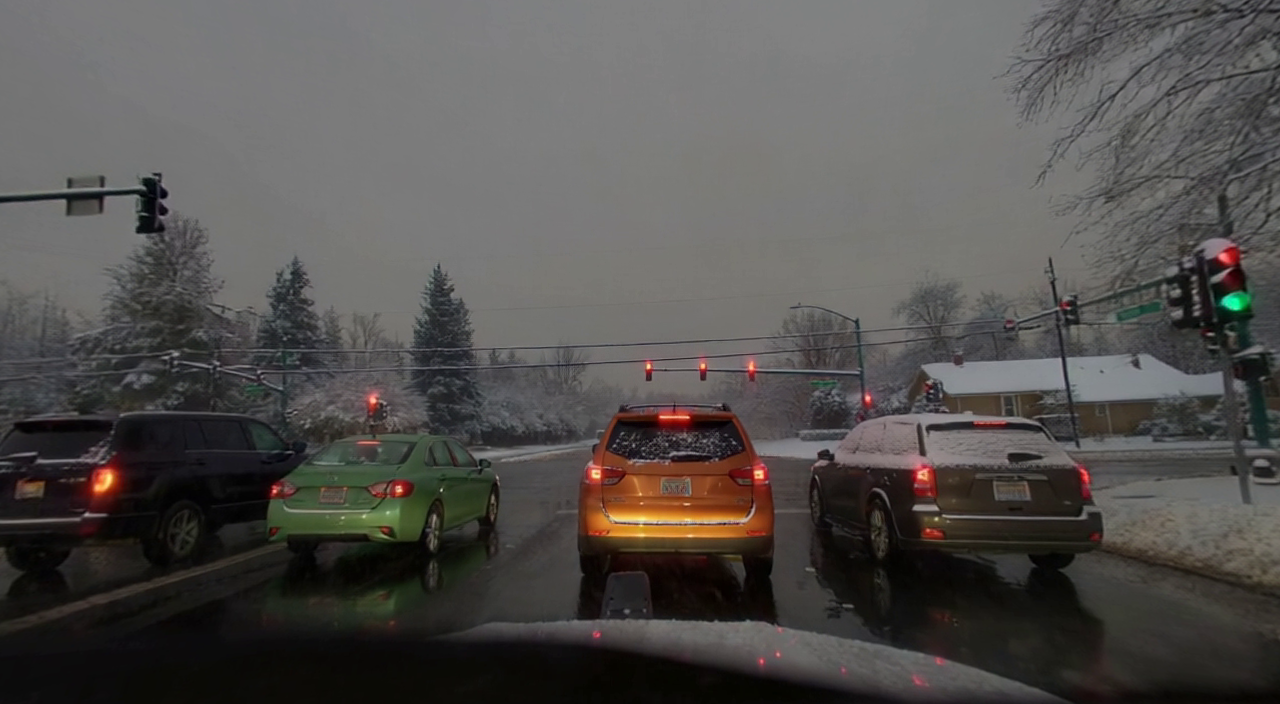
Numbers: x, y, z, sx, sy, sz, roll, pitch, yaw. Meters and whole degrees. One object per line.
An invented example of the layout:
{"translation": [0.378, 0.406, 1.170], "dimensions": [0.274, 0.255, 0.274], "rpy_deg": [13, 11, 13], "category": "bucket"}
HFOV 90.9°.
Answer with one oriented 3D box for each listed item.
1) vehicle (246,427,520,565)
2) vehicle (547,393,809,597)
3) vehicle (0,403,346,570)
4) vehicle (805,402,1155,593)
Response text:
{"translation": [-3.236, 1.887, 9.104], "dimensions": [1.885, 1.475, 4.359], "rpy_deg": [-1, -8, 4], "category": "vehicle"}
{"translation": [0.396, 1.515, 7.488], "dimensions": [2.198, 1.708, 4.170], "rpy_deg": [0, -8, 2], "category": "vehicle"}
{"translation": [-6.634, 1.816, 9.321], "dimensions": [2.075, 1.796, 4.785], "rpy_deg": [0, -8, 2], "category": "vehicle"}
{"translation": [3.530, 1.587, 7.746], "dimensions": [2.047, 1.638, 4.395], "rpy_deg": [-1, -8, 4], "category": "vehicle"}
